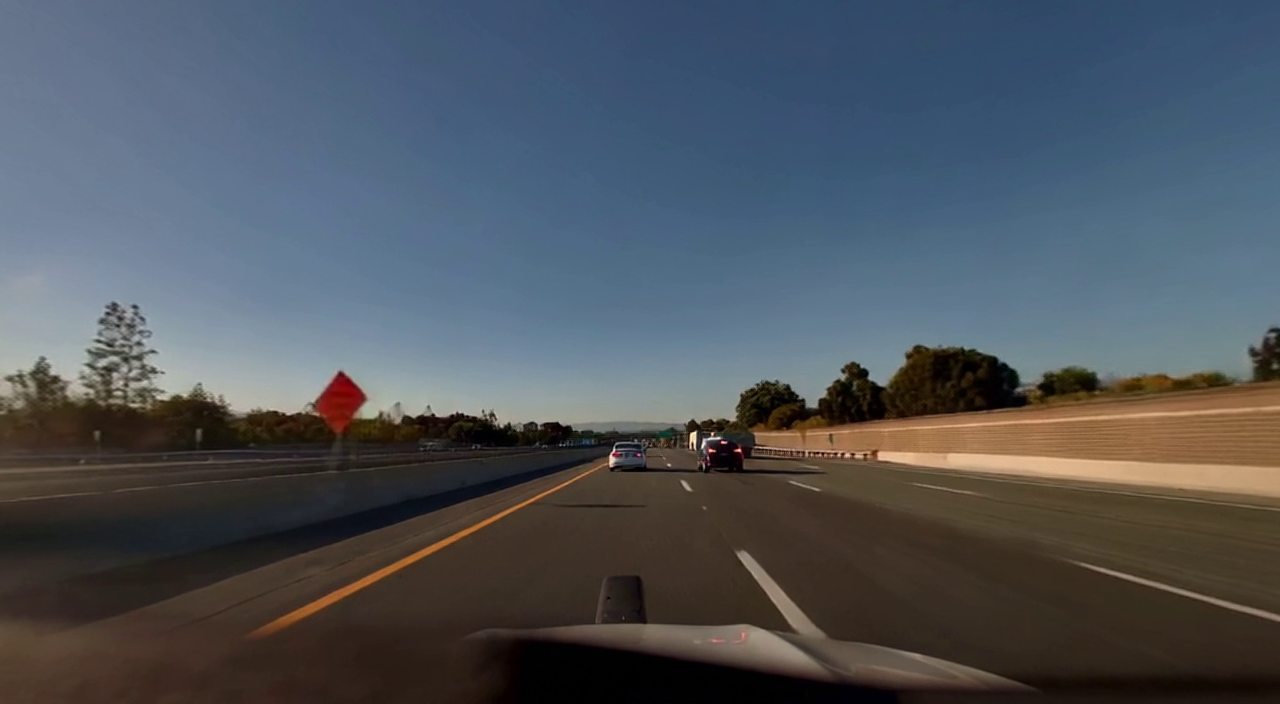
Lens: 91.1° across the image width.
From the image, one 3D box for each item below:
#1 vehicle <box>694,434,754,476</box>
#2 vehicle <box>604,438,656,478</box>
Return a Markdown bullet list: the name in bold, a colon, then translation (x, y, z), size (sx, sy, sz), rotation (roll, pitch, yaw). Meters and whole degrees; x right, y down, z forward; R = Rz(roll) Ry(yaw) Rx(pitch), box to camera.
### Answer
- **vehicle**: translation (3.639, 4.565, 27.977), size (2.063, 1.698, 4.355), rotation (0, -8, 0)
- **vehicle**: translation (-0.383, 4.516, 27.018), size (2.050, 1.546, 4.344), rotation (0, -8, 1)
